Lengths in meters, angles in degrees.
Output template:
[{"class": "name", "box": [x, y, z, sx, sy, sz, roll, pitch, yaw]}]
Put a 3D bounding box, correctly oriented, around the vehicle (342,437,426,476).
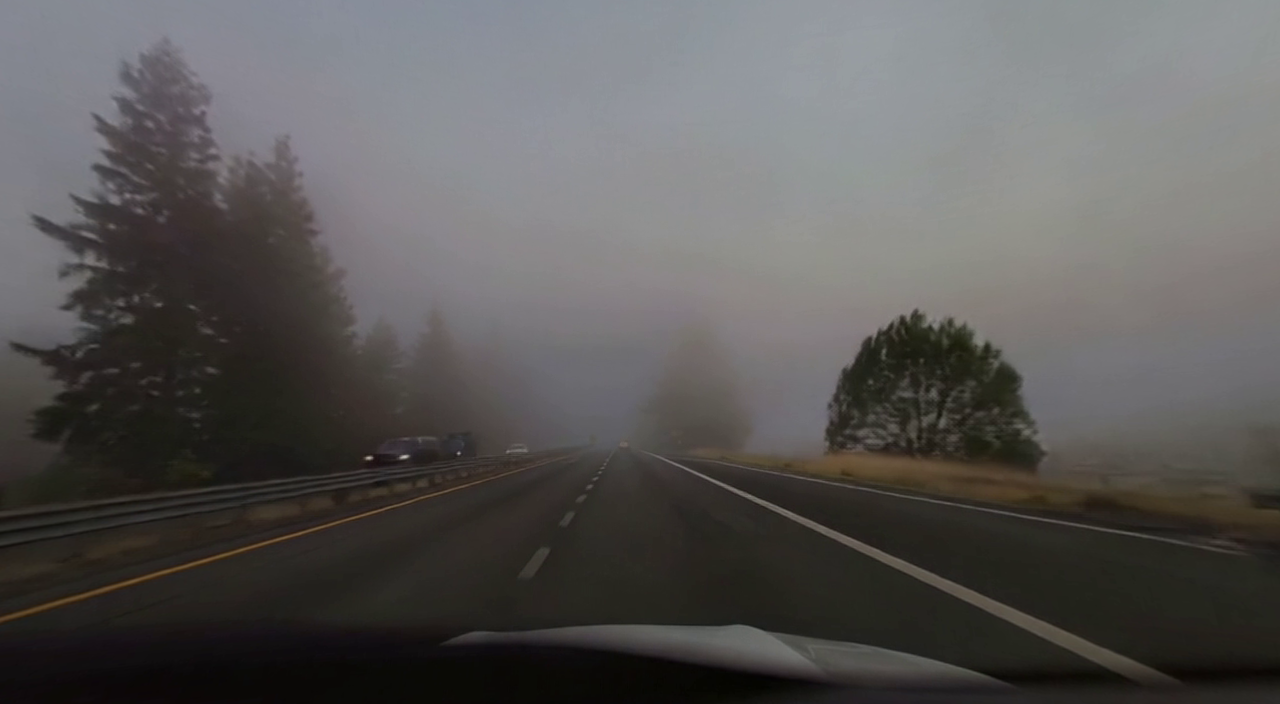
[{"class": "vehicle", "box": [-12.512, 5.130, 31.167, 2.079, 1.724, 5.079, 0, -8, -1]}]
